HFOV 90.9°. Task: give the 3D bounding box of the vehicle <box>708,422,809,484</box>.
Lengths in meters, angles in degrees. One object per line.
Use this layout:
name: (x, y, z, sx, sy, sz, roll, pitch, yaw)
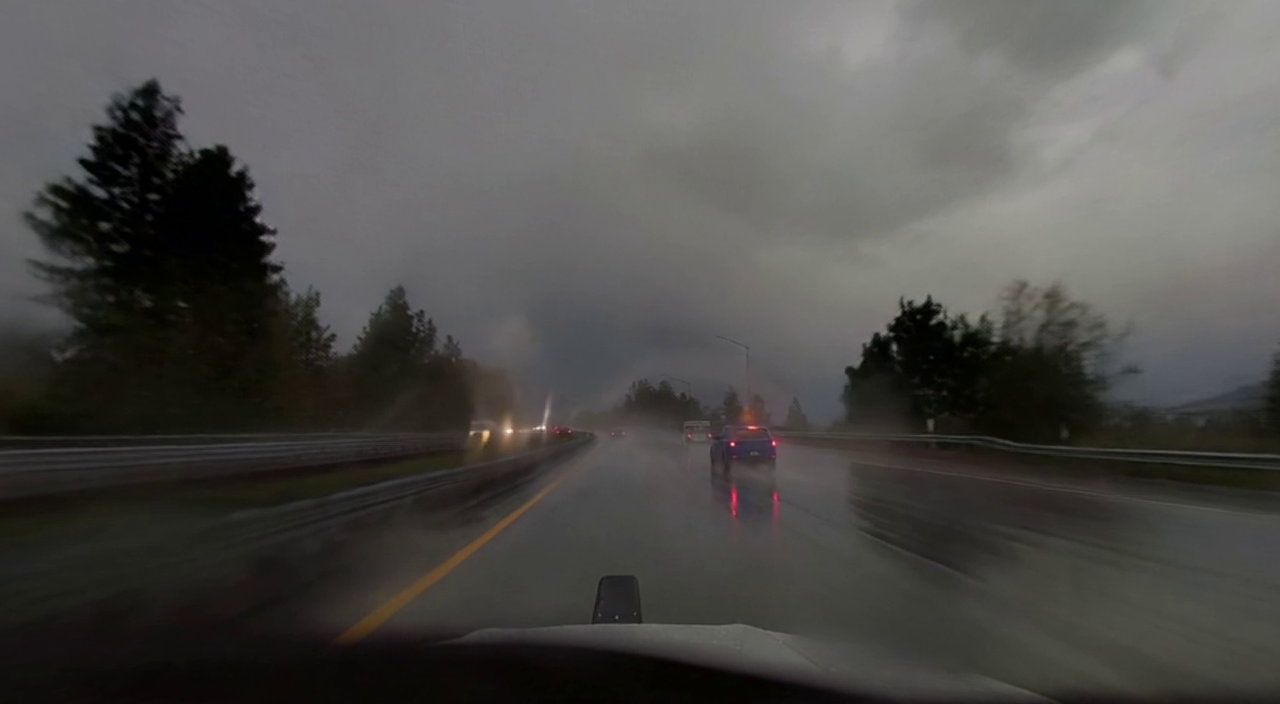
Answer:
vehicle: (3.246, 2.861, 18.144, 2.002, 1.569, 3.845, 0, -8, -3)
